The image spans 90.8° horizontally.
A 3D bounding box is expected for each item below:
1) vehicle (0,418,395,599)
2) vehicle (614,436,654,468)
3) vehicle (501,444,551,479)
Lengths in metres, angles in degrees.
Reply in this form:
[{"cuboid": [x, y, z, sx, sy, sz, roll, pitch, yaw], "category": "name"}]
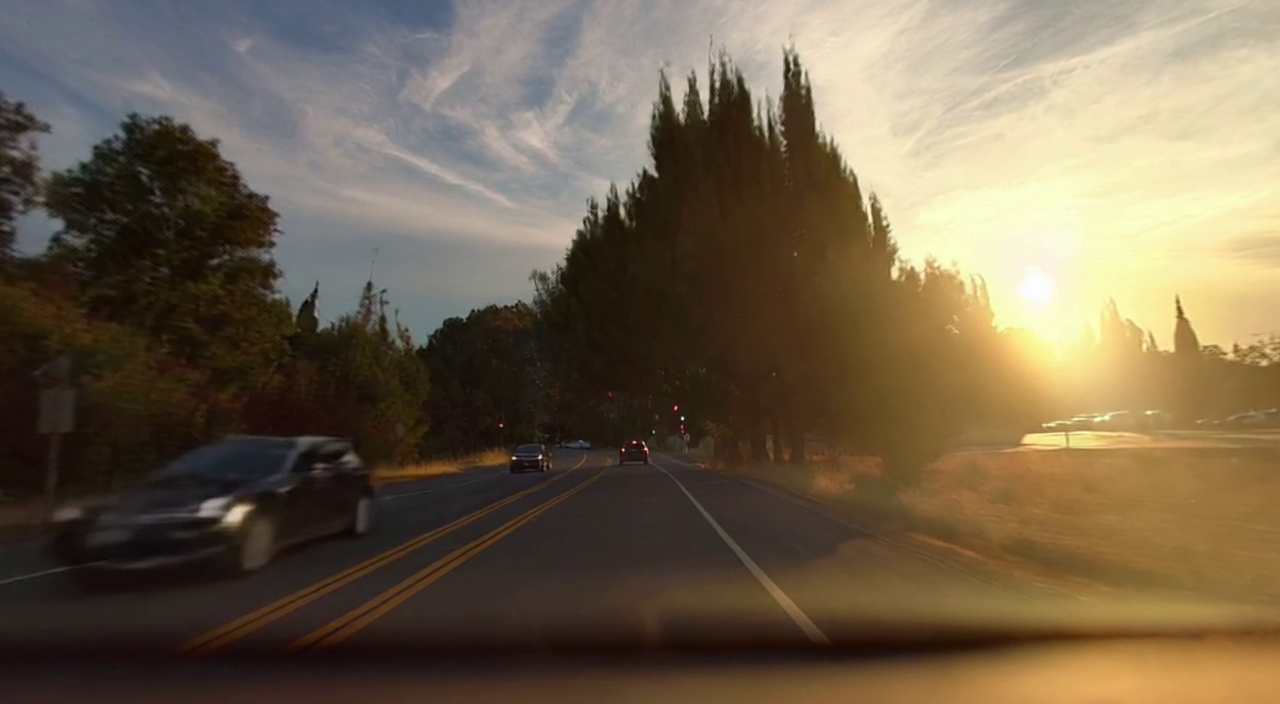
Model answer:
[{"cuboid": [-5.360, 1.878, 8.550, 2.347, 1.720, 4.687, 0, -9, -2], "category": "vehicle"}, {"cuboid": [-0.428, 6.921, 43.860, 2.574, 2.059, 5.331, 0, -9, -1], "category": "vehicle"}, {"cuboid": [-6.924, 6.667, 38.865, 2.378, 1.853, 4.847, -3, -9, -3], "category": "vehicle"}]
